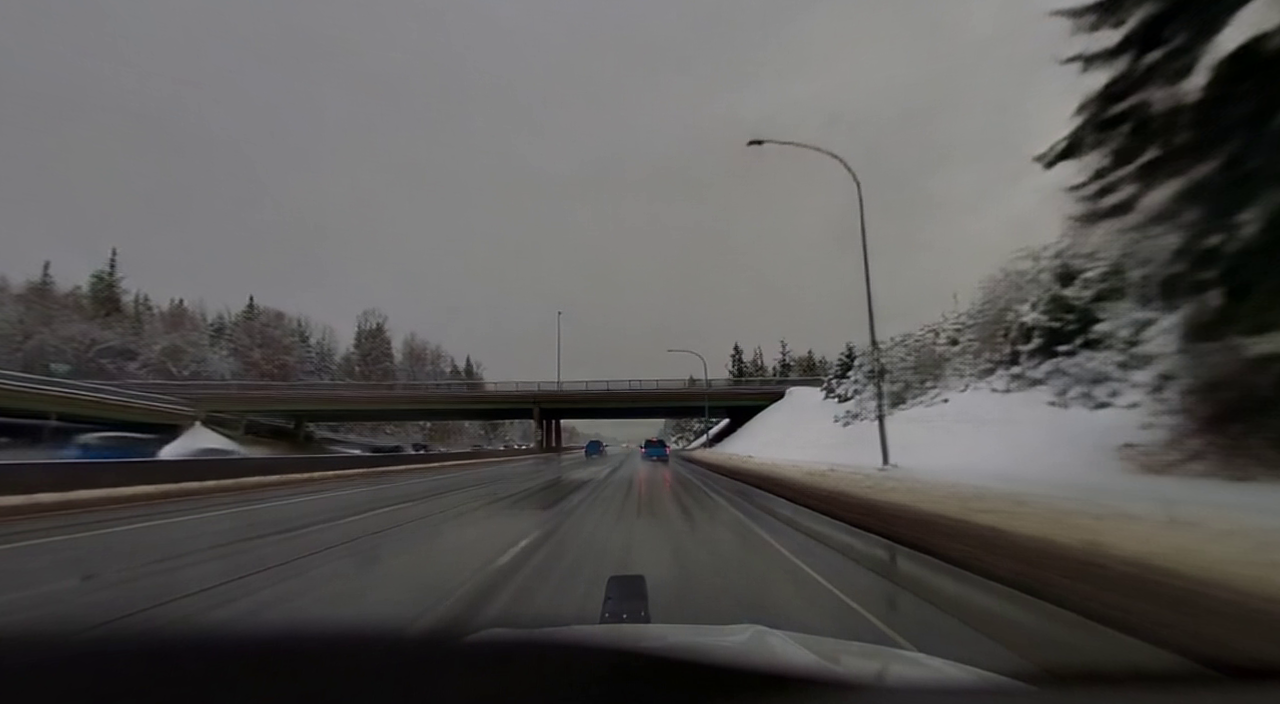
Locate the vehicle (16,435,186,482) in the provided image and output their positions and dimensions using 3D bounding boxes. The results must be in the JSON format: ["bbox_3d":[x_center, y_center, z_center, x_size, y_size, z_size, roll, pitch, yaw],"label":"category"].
[{"bbox_3d":[-23.500,4.657,27.961,2.204,1.850,5.937,0,-9,2],"label":"vehicle"}]

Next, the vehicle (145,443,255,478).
[{"bbox_3d":[-19.643,4.847,28.403,1.838,1.449,4.217,0,-9,1],"label":"vehicle"}]

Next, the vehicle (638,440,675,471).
[{"bbox_3d":[0.945,6.004,36.833,2.010,1.637,4.940,0,-9,1],"label":"vehicle"}]
